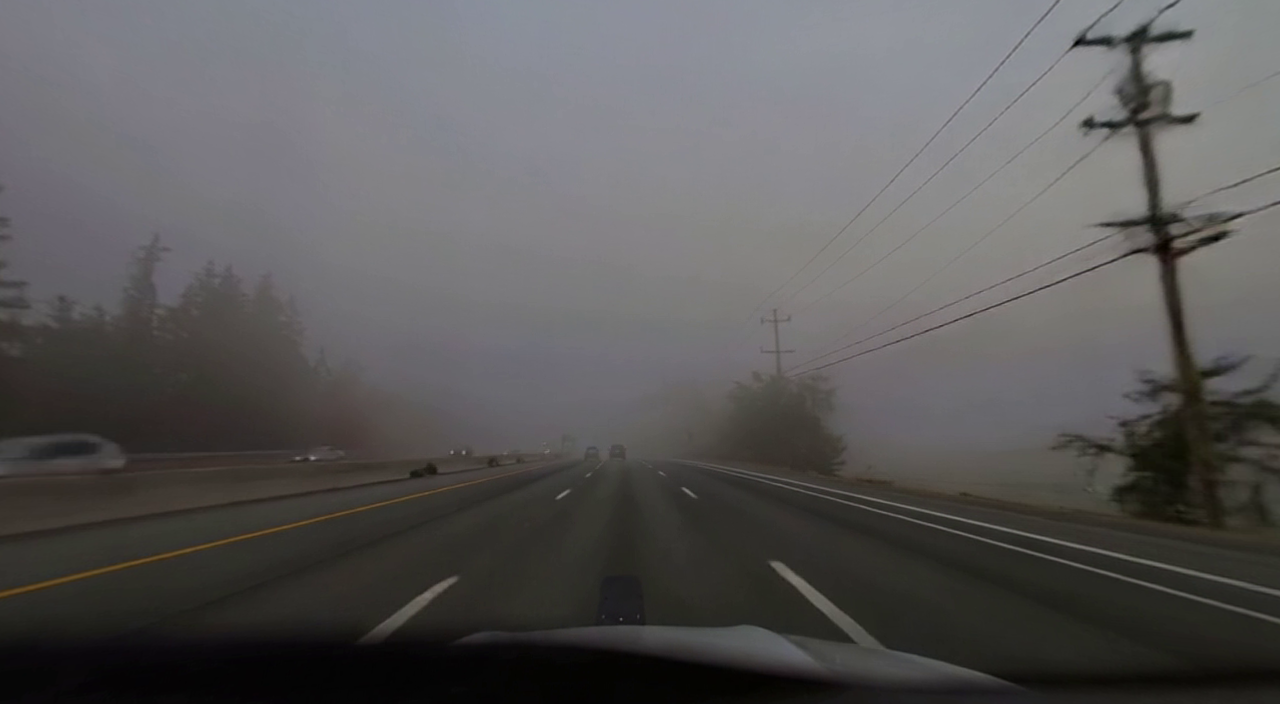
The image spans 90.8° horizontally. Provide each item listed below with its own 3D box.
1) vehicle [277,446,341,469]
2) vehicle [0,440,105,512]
[{"bbox_3d":[-22.374,7.157,42.939,1.947,1.465,4.594,0,-8,-2],"label":"vehicle"},{"bbox_3d":[-14.117,2.580,13.212,1.914,1.477,4.524,0,-8,-1],"label":"vehicle"}]
